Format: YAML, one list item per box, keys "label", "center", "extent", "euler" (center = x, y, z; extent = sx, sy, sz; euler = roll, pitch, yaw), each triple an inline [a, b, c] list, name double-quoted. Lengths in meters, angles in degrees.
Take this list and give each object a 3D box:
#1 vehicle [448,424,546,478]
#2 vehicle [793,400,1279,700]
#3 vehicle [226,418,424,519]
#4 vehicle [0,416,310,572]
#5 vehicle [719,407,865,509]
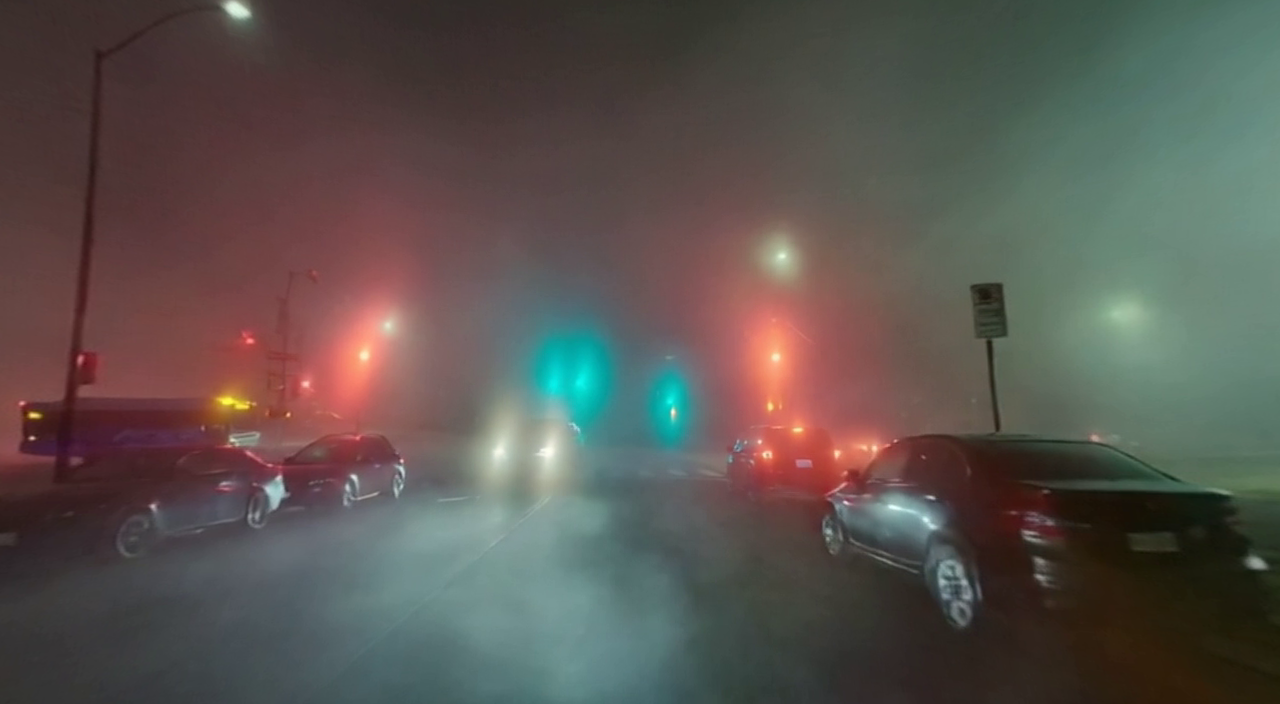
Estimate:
- label: "vehicle"
  center: [-5.476, 3.688, 23.754]
  extent: [2.148, 1.818, 4.791]
  euler: [5, -10, -31]
- label: "vehicle"
  center: [3.059, 1.332, 5.622]
  extent: [2.032, 1.474, 4.795]
  euler: [0, -8, -2]
- label: "vehicle"
  center: [-6.846, 2.557, 14.509]
  extent: [2.132, 1.801, 4.885]
  euler: [-3, -8, -1]
- label: "vehicle"
  center: [-6.915, 1.922, 9.294]
  extent: [1.893, 1.758, 4.019]
  euler: [0, -8, 0]
- label: "vehicle"
  center: [3.206, 2.377, 14.512]
  extent: [2.052, 1.929, 4.747]
  euler: [0, -8, -1]
